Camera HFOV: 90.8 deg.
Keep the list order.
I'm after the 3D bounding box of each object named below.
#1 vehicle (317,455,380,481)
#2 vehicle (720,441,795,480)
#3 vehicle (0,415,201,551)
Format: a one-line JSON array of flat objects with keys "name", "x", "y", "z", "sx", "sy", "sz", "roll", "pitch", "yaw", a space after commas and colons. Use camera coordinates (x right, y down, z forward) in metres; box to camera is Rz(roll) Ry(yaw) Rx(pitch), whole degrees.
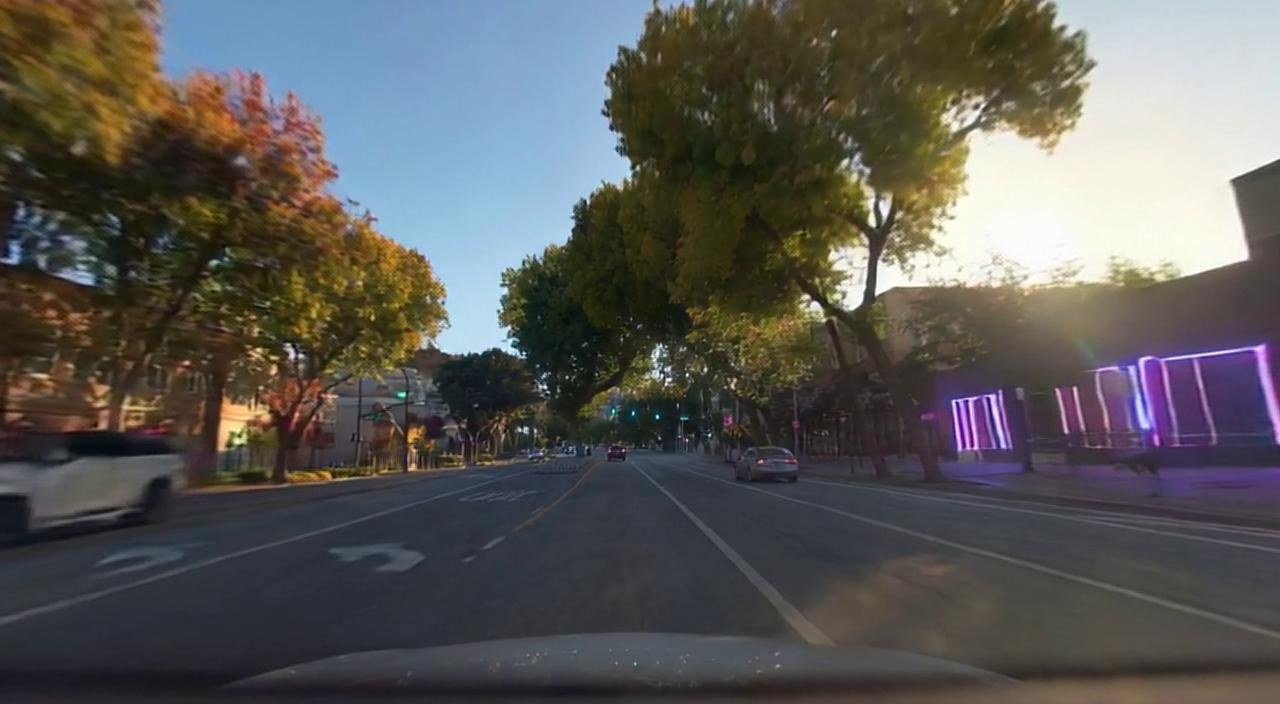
[{"name": "vehicle", "x": -17.874, "y": 7.101, "z": 38.918, "sx": 1.931, "sy": 1.480, "sz": 4.396, "roll": 0, "pitch": -9, "yaw": -3}, {"name": "vehicle", "x": 4.800, "y": 4.521, "z": 26.526, "sx": 2.024, "sy": 1.475, "sz": 4.600, "roll": 0, "pitch": -9, "yaw": -3}, {"name": "vehicle", "x": -10.628, "y": 2.156, "z": 10.687, "sx": 2.290, "sy": 1.989, "sz": 5.924, "roll": 0, "pitch": -9, "yaw": -2}]
